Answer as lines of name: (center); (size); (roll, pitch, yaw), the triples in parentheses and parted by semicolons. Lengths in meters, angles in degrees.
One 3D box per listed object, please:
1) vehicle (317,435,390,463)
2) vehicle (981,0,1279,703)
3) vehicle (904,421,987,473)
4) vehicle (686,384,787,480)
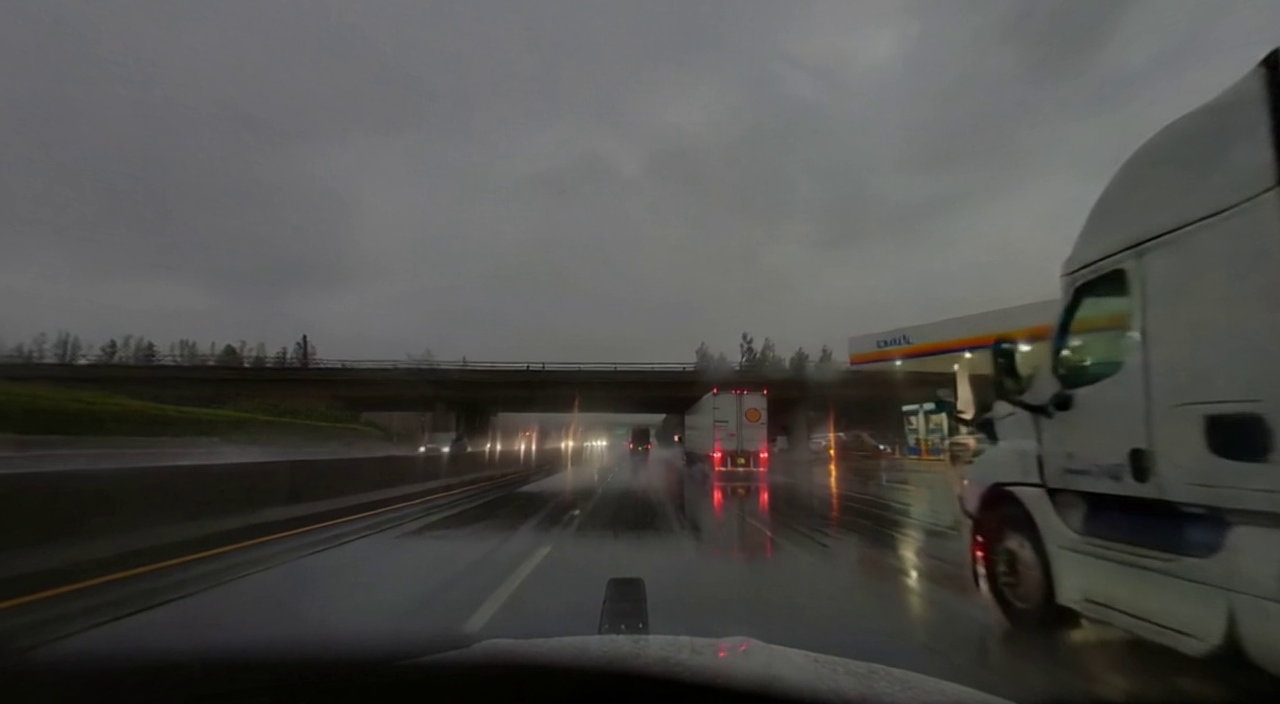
vehicle: (-15.850, 5.402, 35.154); (1.902, 1.474, 4.646); (0, -9, 0)
vehicle: (4.045, -0.319, 1.447); (3.007, 3.965, 5.971); (0, -9, 0)
vehicle: (23.092, 7.256, 48.066); (3.014, 3.704, 5.917); (1, -9, -3)
vehicle: (4.542, 4.417, 33.544); (2.881, 3.995, 14.382); (0, -9, -1)
